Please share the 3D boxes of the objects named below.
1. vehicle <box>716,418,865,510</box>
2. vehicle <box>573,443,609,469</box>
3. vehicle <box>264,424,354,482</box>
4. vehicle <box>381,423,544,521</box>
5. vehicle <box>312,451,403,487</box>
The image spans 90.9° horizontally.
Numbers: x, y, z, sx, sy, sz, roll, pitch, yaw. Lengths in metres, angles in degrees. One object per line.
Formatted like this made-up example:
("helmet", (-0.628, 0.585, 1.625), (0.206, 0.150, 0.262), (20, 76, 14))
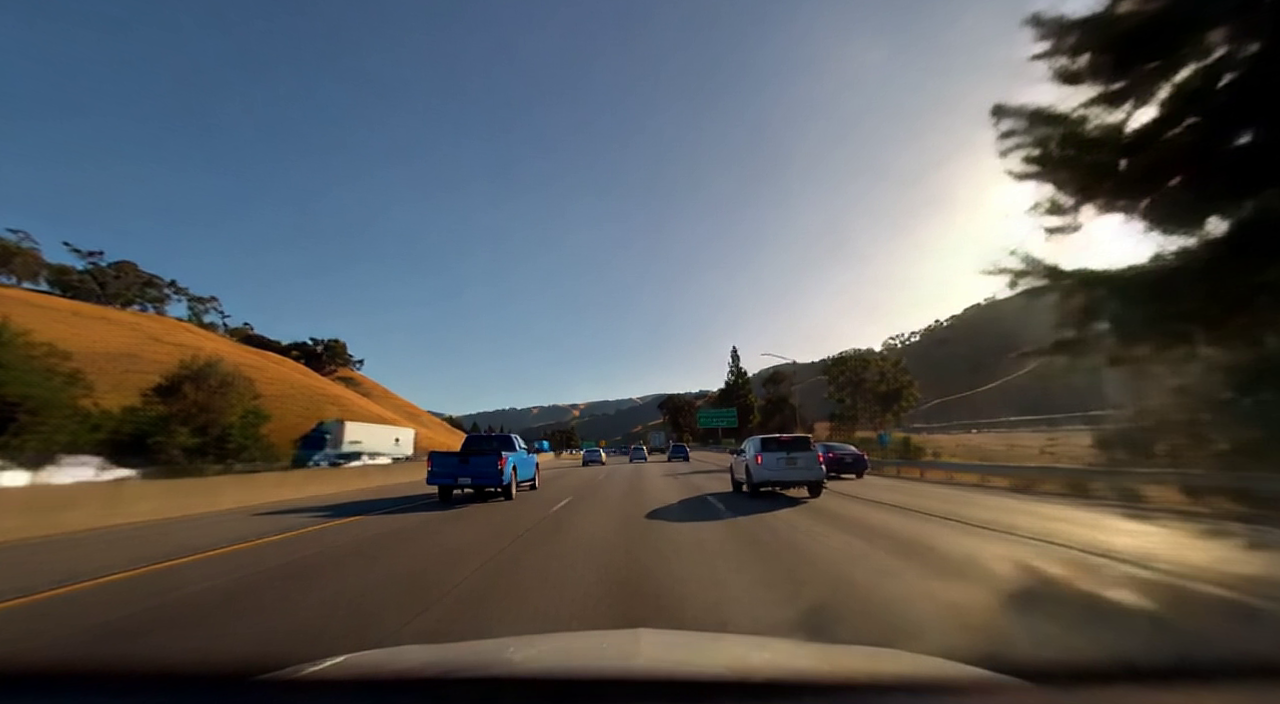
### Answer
("vehicle", (3.587, 2.838, 16.457), (2.424, 1.952, 5.611), (0, -8, -1))
("vehicle", (-3.495, 7.606, 46.230), (2.235, 1.785, 4.386), (-1, -8, 1))
("vehicle", (-24.530, 7.510, 47.220), (3.006, 3.933, 6.317), (1, -8, 1))
("vehicle", (-3.815, 2.706, 14.772), (2.227, 1.853, 5.161), (-1, -8, 1))
("vehicle", (-13.301, 5.523, 30.070), (1.947, 1.508, 4.807), (-1, -9, 2))
